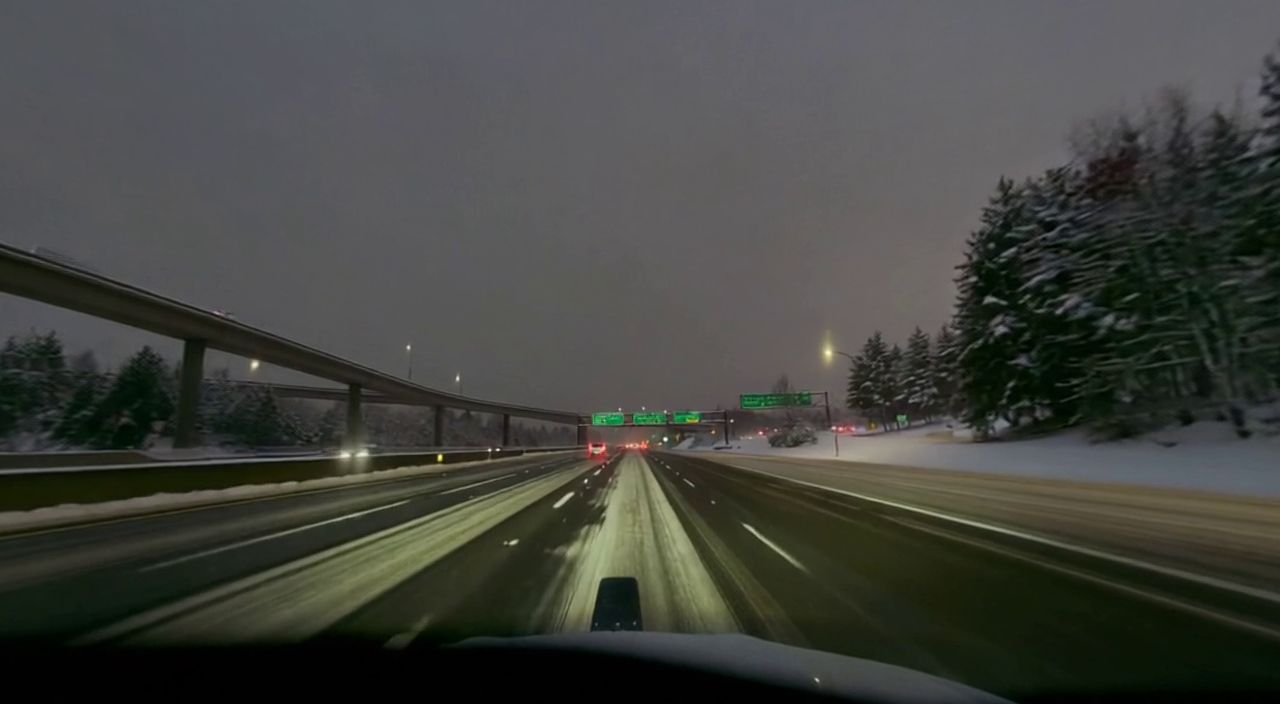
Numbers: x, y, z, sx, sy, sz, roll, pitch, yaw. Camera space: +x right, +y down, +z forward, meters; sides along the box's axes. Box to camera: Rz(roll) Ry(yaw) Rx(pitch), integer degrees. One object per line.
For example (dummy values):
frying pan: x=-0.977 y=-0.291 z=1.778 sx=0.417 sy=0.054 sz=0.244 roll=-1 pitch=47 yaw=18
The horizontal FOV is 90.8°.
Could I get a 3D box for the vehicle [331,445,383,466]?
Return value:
vehicle: x=-21.562 y=7.894 z=48.403 sx=1.923 sy=1.567 sz=4.576 roll=0 pitch=-9 yaw=-1
